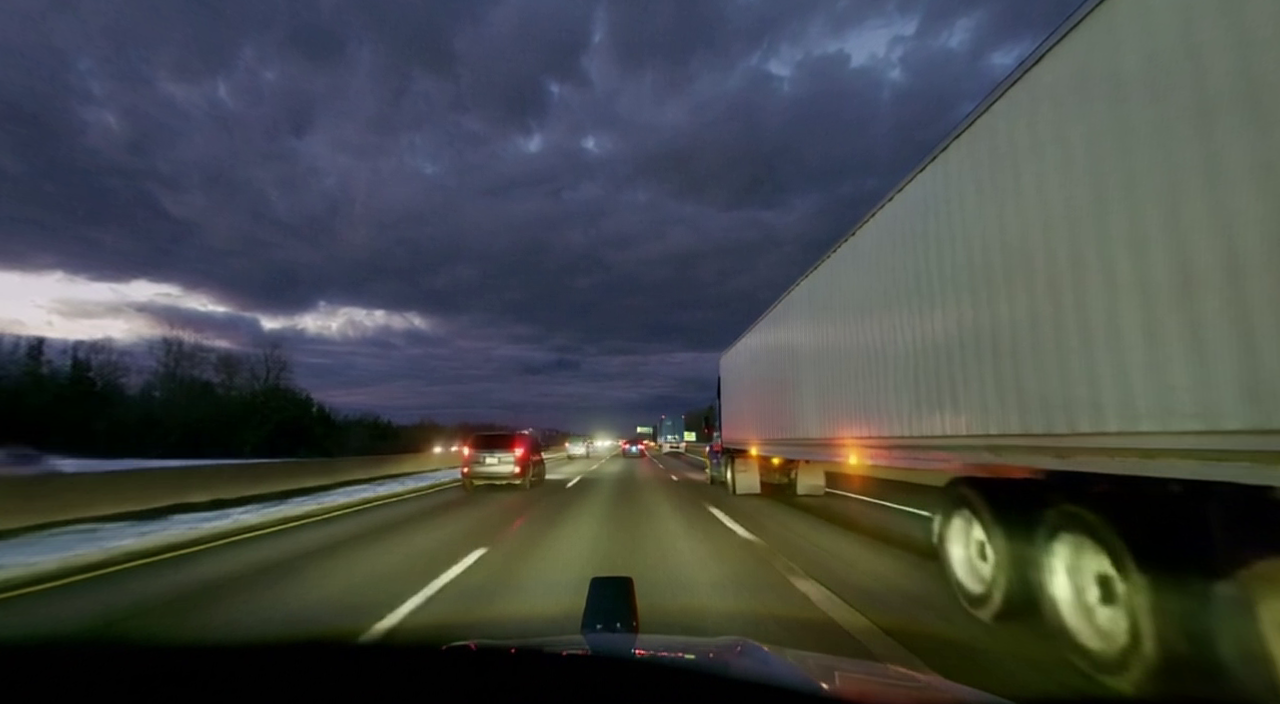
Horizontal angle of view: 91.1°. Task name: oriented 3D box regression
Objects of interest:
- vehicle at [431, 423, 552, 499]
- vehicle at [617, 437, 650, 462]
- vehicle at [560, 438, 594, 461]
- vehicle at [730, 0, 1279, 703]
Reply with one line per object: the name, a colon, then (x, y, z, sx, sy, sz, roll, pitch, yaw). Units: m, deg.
vehicle: (-3.614, 2.721, 16.208, 2.054, 1.671, 4.445, 0, -8, 0)
vehicle: (-0.441, 6.389, 41.438, 2.088, 1.567, 4.240, 0, -8, -1)
vehicle: (-4.402, 6.908, 44.721, 2.021, 1.514, 4.190, 0, -8, -1)
vehicle: (3.710, 0.308, 7.233, 2.959, 4.058, 14.485, 0, -8, -1)
